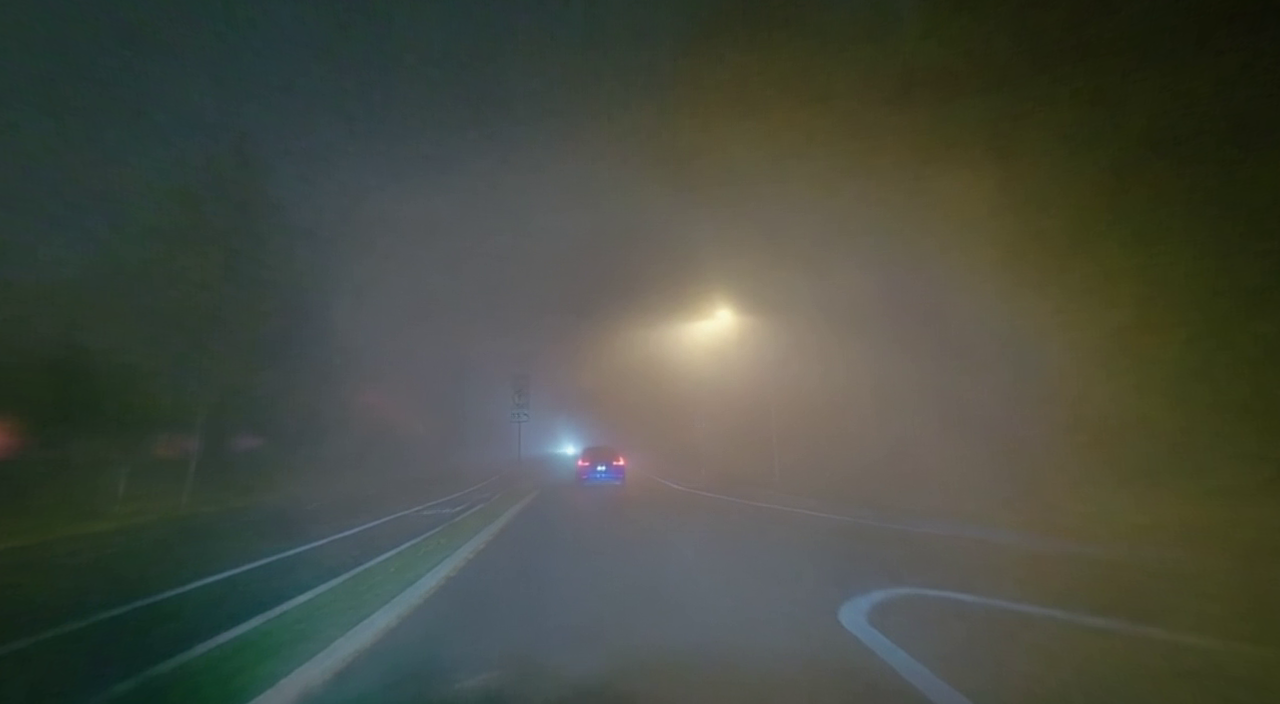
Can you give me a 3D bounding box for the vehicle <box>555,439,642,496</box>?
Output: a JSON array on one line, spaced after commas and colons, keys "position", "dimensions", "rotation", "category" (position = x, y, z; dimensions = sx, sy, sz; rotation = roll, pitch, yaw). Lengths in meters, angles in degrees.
[{"position": [-1.295, 3.406, 19.111], "dimensions": [2.295, 1.510, 4.364], "rotation": [1, -8, -5], "category": "vehicle"}]
